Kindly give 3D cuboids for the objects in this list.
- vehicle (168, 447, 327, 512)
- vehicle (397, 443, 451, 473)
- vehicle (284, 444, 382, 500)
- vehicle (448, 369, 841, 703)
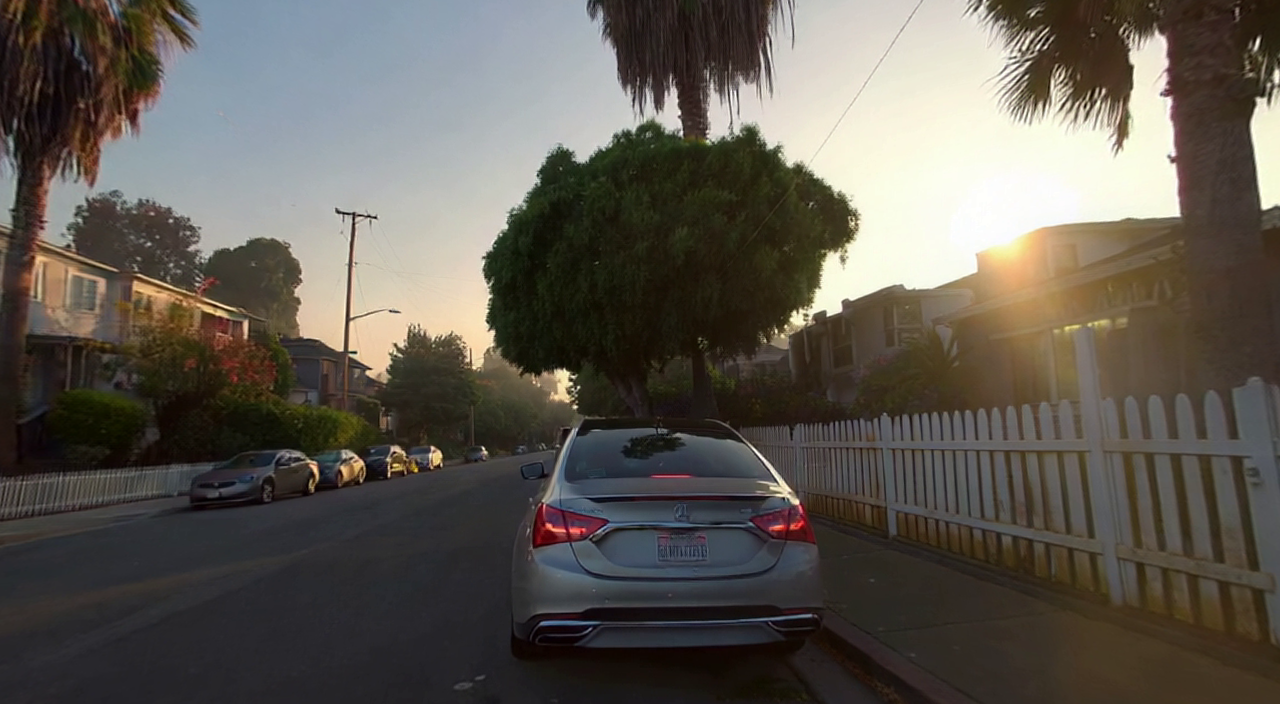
[{"bbox_3d":[-11.392,3.658,18.803,2.017,1.627,5.039,1,-8,-7],"label":"vehicle"},{"bbox_3d":[-13.165,6.465,38.704,2.060,1.689,4.999,1,-8,-7],"label":"vehicle"},{"bbox_3d":[-12.159,4.713,25.288,2.048,1.485,4.757,-4,-4,-7],"label":"vehicle"},{"bbox_3d":[-0.135,1.213,5.001,1.894,1.695,3.795,1,-8,-5],"label":"vehicle"}]
